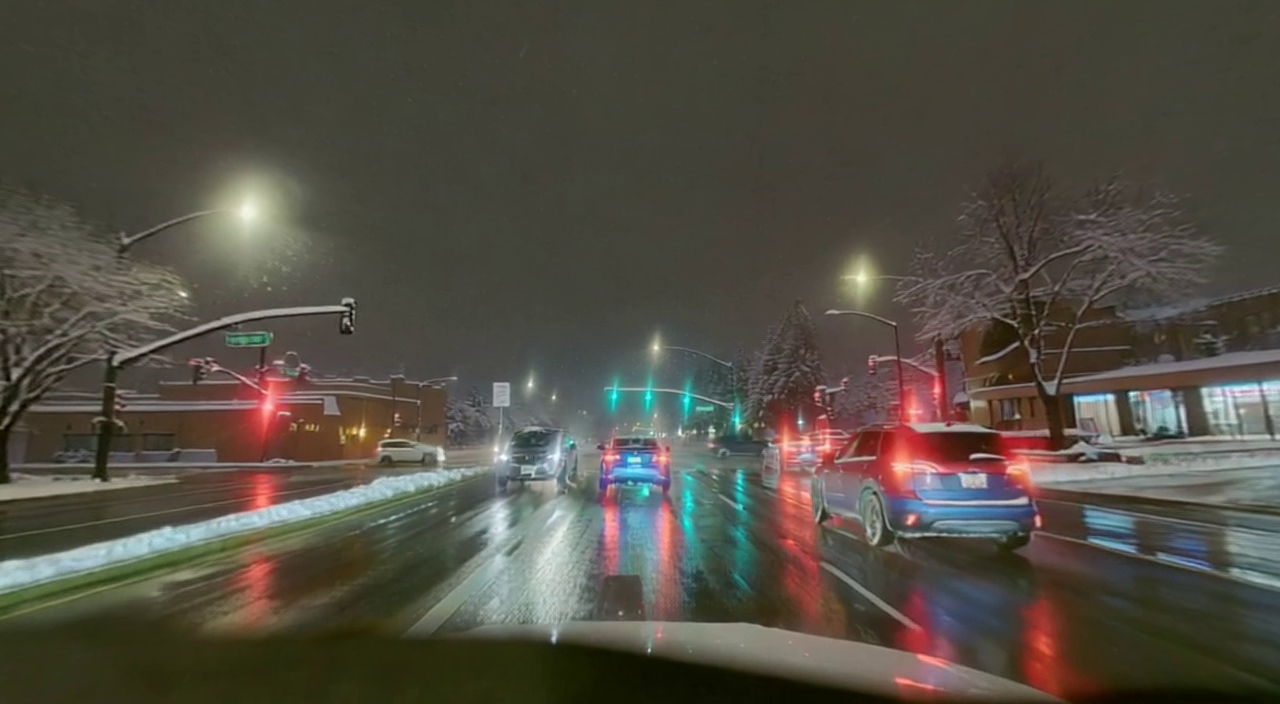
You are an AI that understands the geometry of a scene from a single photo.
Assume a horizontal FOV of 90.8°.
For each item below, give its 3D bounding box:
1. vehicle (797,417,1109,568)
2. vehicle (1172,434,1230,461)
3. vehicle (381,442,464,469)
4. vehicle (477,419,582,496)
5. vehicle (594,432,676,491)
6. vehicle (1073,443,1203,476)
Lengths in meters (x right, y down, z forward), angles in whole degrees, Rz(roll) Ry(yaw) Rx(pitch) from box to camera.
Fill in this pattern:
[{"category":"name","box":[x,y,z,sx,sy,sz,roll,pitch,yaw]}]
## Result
[{"category":"vehicle","box":[3.663,1.720,8.520,1.861,1.473,4.393,0,-8,-2]},{"category":"vehicle","box":[33.591,5.737,37.897,2.099,1.506,3.818,-6,-10,35]},{"category":"vehicle","box":[-13.486,6.425,39.288,4.561,1.588,1.832,4,-10,-29]},{"category":"vehicle","box":[-2.853,2.872,17.541,2.064,1.825,4.760,0,-8,0]},{"category":"vehicle","box":[-0.139,3.086,18.140,2.097,1.480,4.006,0,-8,0]},{"category":"vehicle","box":[23.108,4.982,29.443,4.368,1.448,1.876,-1,-8,2]}]
